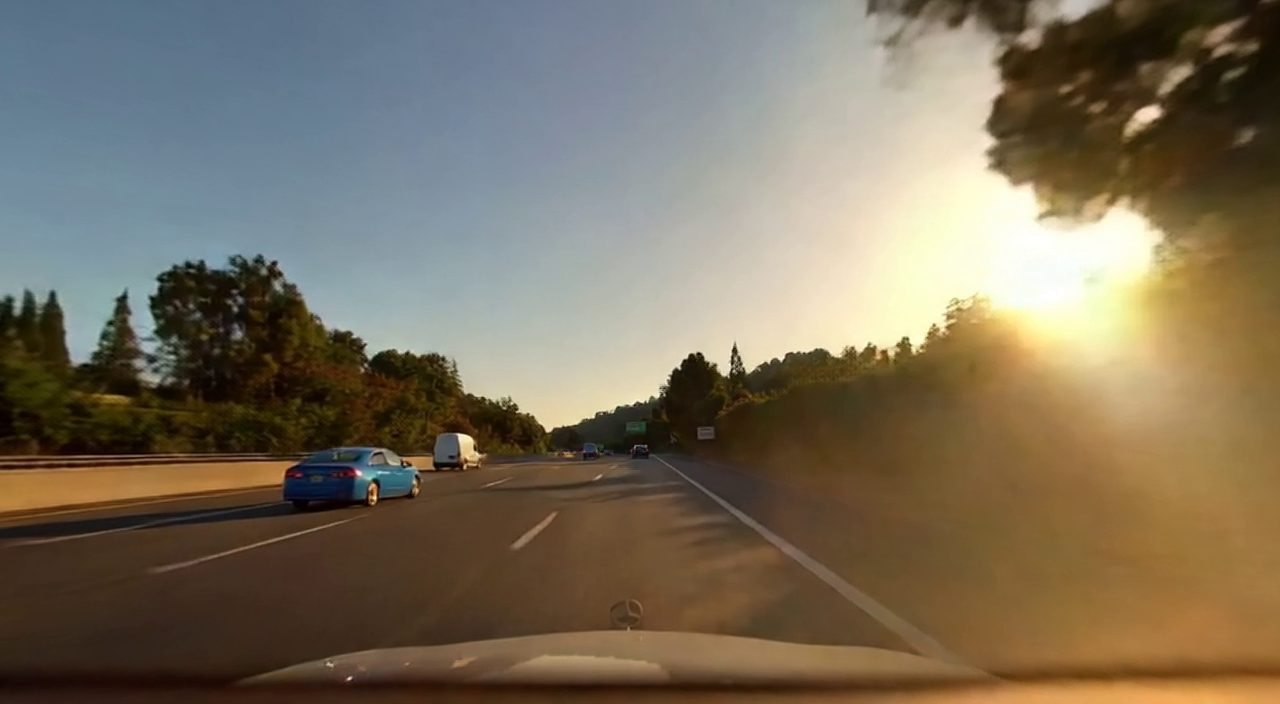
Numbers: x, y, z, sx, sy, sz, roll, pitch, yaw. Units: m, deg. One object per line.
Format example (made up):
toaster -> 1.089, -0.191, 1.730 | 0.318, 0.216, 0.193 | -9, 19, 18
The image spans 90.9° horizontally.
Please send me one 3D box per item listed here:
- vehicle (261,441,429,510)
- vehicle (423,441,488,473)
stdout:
vehicle -> -7.270, 3.048, 16.224 | 1.981, 1.486, 4.735 | 0, -8, 1
vehicle -> -10.942, 6.244, 37.788 | 2.249, 1.735, 5.018 | -1, -8, 2
